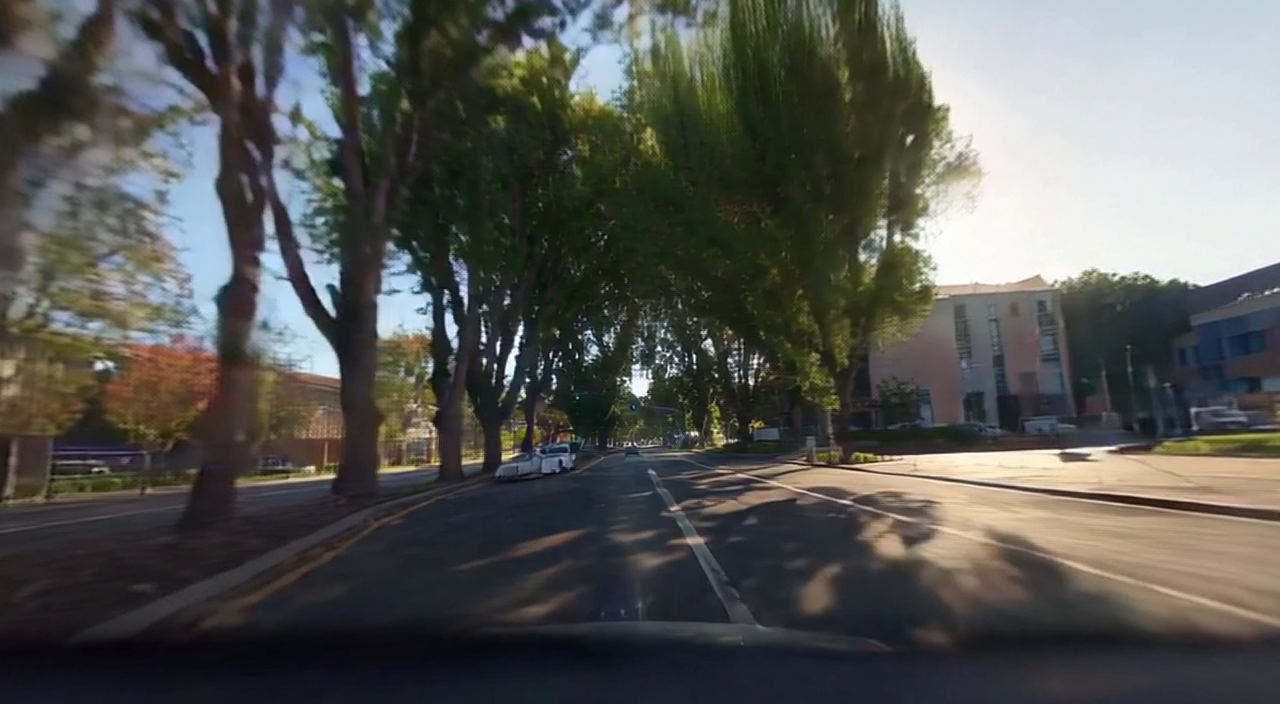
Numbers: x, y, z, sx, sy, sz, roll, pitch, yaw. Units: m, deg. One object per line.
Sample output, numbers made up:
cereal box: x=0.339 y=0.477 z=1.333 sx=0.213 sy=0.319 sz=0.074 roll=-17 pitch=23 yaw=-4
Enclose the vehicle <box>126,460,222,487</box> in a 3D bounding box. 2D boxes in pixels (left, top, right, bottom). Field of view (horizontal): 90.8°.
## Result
vehicle: x=-31.594 y=8.227 z=42.917 sx=4.885 sy=1.727 sz=2.080 roll=-1 pitch=-9 yaw=1
